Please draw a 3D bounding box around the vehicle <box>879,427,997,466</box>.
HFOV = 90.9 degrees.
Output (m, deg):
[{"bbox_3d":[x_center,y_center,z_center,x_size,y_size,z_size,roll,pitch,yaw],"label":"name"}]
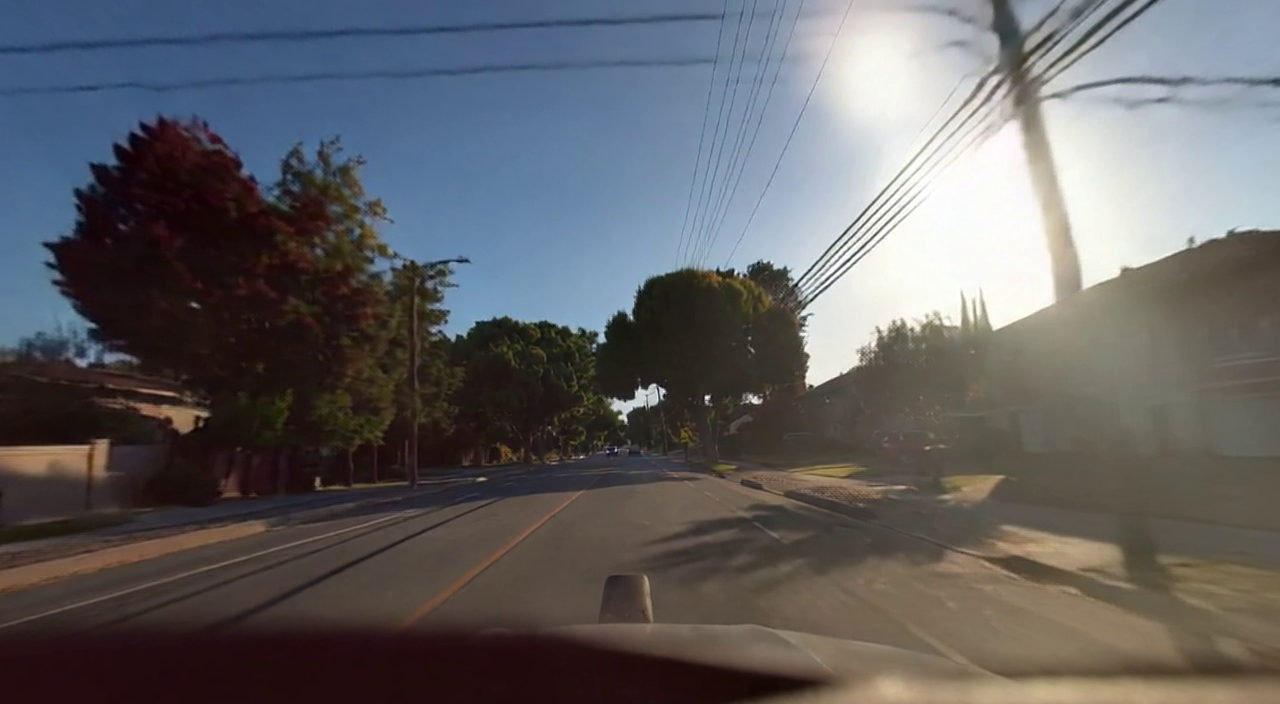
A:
[{"bbox_3d":[14.037,4.479,29.862,4.512,1.701,2.017,-1,-8,-2],"label":"vehicle"}]
